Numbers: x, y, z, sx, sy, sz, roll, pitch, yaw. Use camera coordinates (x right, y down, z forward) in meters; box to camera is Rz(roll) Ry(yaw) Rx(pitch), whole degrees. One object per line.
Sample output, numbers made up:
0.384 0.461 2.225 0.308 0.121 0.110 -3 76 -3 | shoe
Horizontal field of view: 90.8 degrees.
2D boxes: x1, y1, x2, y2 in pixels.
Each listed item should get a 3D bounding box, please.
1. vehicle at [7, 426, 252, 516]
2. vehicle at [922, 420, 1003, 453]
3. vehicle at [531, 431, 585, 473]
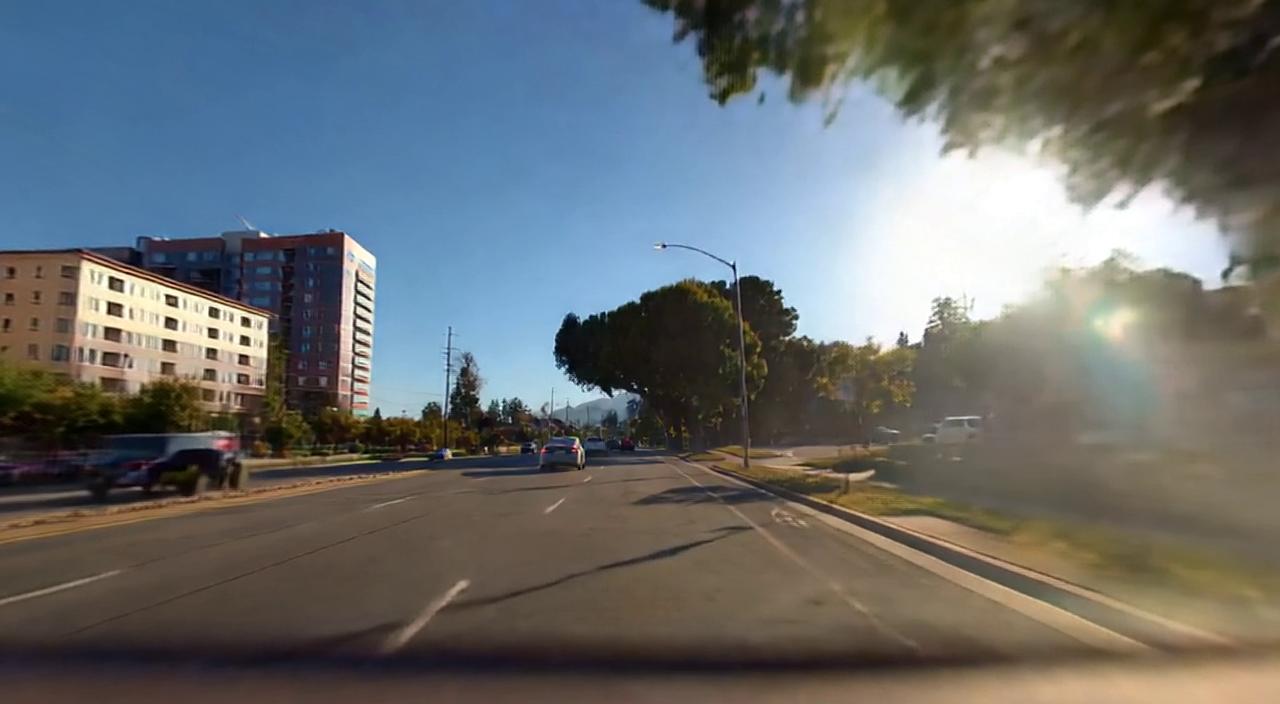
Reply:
-11.596 2.695 14.919 2.040 1.707 4.522 -2 -8 0 | vehicle
17.659 4.641 34.874 1.995 1.554 4.943 -5 -8 3 | vehicle
-3.745 4.635 29.487 1.959 1.741 4.141 -1 -8 0 | vehicle
